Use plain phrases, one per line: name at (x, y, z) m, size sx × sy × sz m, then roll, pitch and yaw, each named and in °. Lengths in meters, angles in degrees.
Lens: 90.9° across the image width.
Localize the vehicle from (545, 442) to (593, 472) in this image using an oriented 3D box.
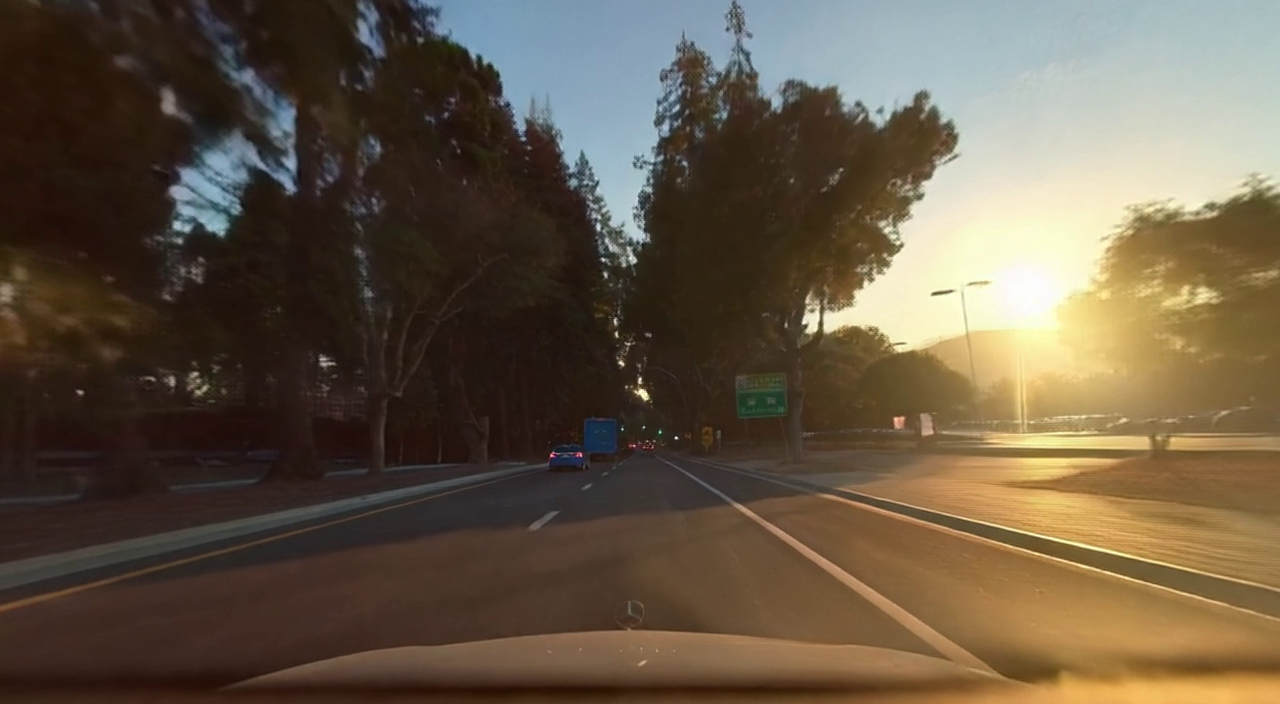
vehicle at (-3.689, 5.543, 33.511) m, size 2.005 × 1.462 × 4.345 m, roll 0°, pitch -8°, yaw 1°
